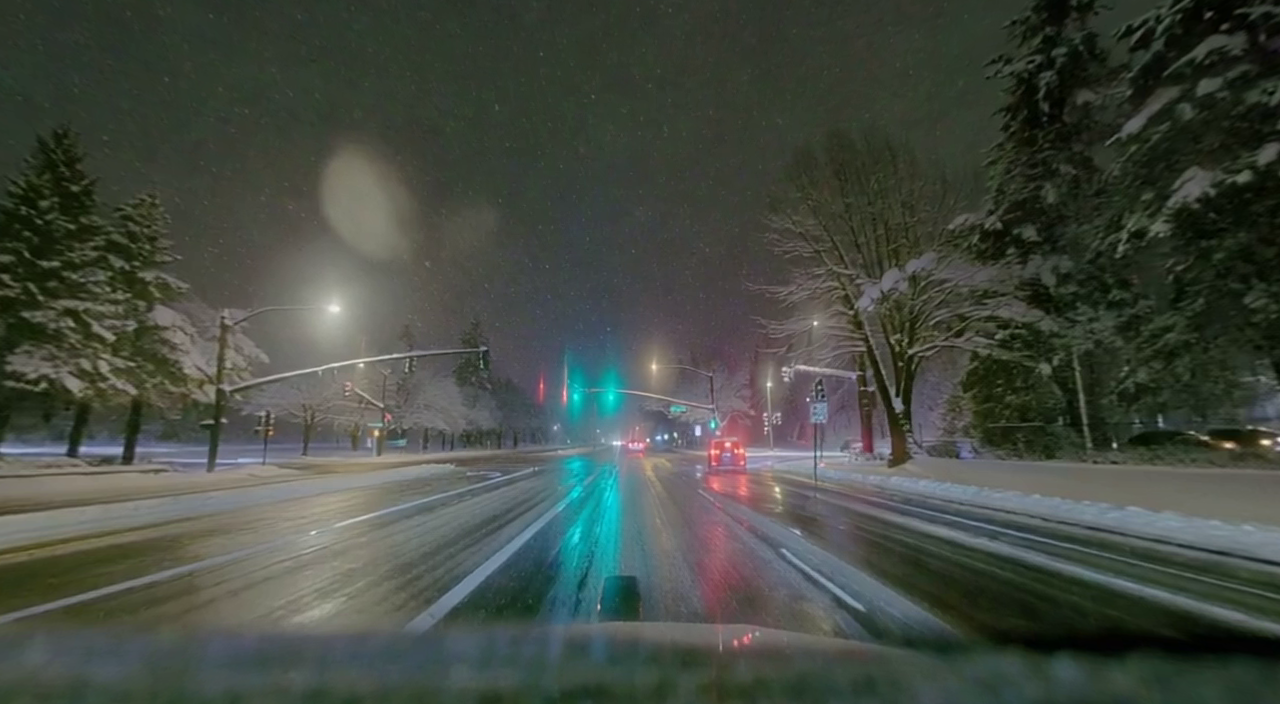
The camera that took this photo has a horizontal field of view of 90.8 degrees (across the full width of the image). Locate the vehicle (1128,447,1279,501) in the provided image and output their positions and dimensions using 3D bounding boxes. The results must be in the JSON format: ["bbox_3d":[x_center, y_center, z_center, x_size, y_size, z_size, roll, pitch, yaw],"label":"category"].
[{"bbox_3d":[16.332,3.411,17.940,3.631,1.372,1.825,-8,-12,43],"label":"vehicle"}]

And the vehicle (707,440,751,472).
[{"bbox_3d":[5.127,5.952,36.519,2.289,1.503,4.595,3,-7,8],"label":"vehicle"}]
